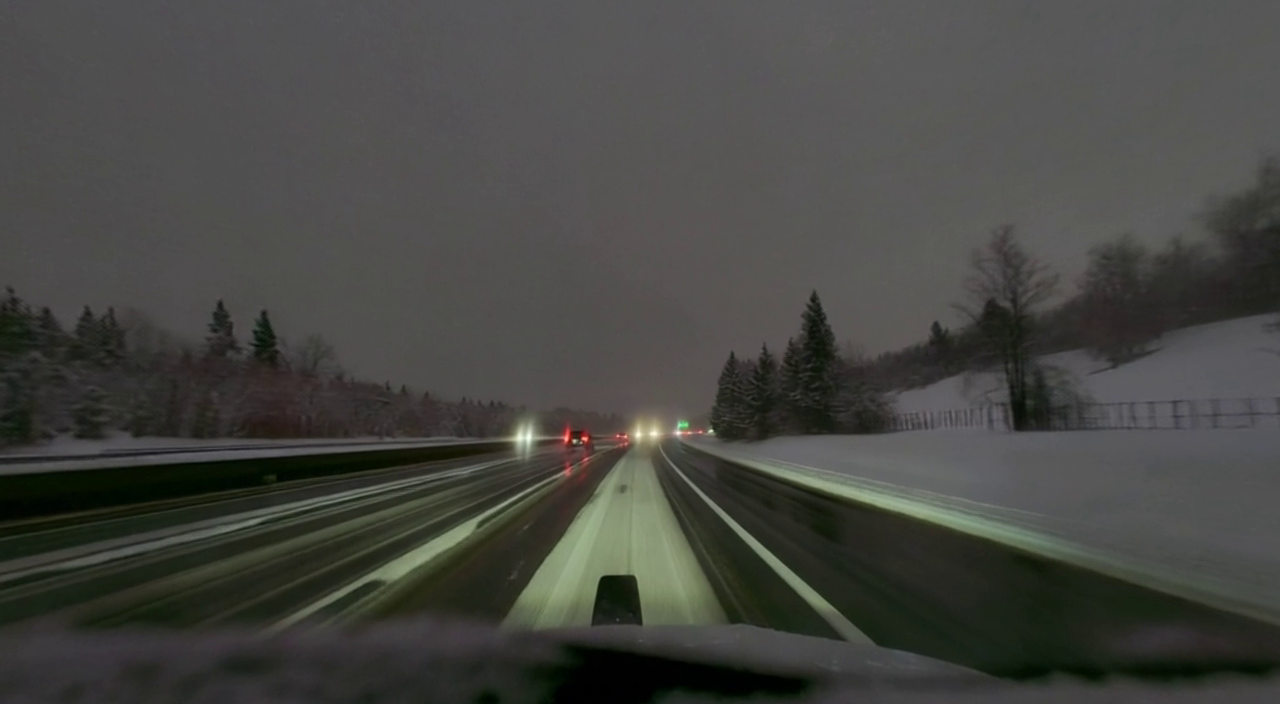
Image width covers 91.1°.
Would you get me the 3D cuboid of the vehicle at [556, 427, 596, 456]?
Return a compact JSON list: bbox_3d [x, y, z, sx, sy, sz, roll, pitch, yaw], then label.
[{"bbox_3d":[-4.002,5.651,39.934,1.980,1.721,4.419,0,-8,1],"label":"vehicle"}]
